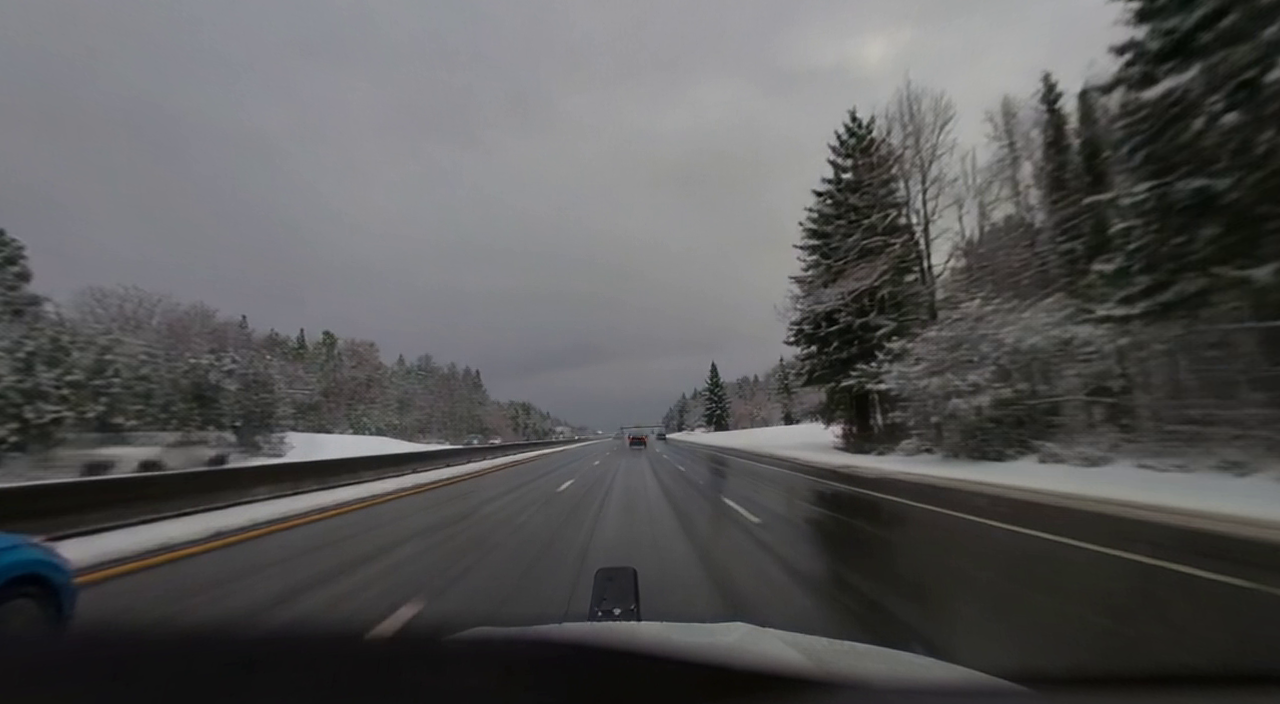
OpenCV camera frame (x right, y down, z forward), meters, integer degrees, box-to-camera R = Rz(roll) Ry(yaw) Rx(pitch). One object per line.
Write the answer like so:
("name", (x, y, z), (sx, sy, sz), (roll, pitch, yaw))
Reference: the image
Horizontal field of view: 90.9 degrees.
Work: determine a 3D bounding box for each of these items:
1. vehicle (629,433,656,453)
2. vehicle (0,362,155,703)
("vehicle", (0.159, 6.864, 47.767), (1.911, 1.449, 3.776), (0, -7, -2))
("vehicle", (-4.060, 0.707, 1.688), (2.064, 1.647, 4.381), (0, -8, -1))
